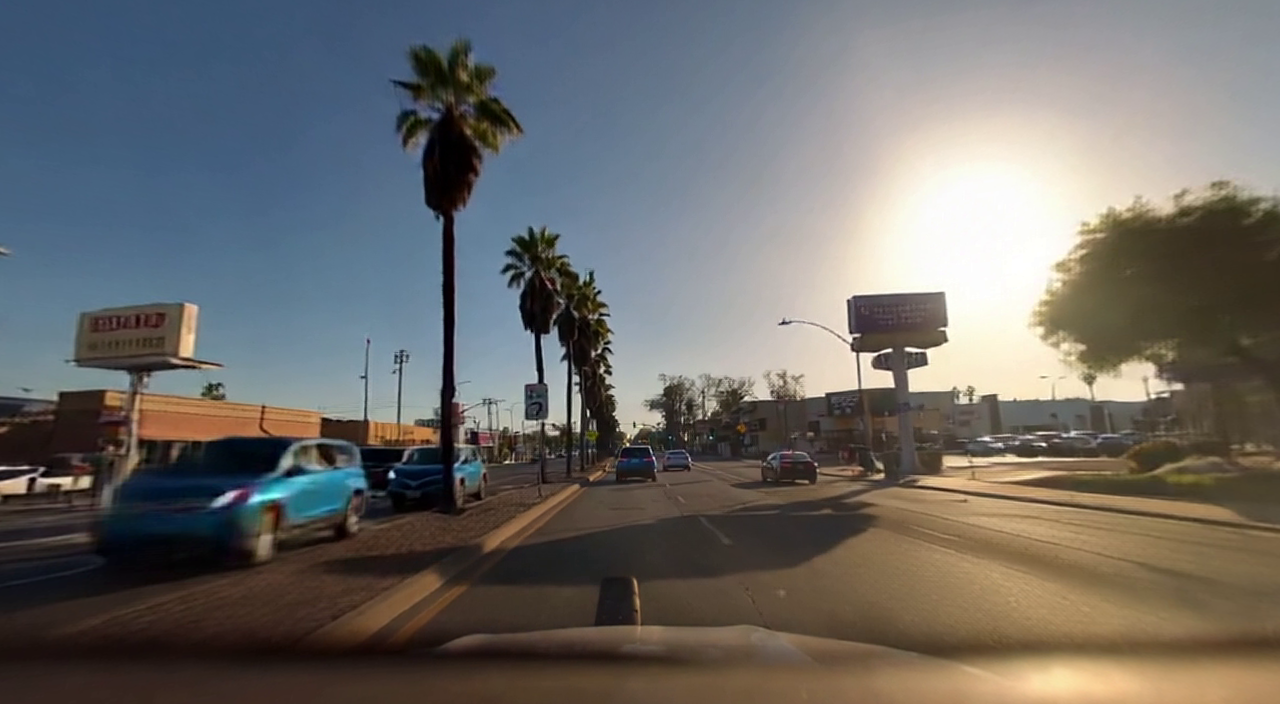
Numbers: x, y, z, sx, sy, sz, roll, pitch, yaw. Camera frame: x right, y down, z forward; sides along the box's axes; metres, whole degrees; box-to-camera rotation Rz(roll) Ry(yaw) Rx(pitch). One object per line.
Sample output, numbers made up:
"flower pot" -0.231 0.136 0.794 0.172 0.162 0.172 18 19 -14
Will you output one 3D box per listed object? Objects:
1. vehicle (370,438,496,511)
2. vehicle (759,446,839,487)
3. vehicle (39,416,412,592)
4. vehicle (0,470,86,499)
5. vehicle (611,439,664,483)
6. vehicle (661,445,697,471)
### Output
"vehicle" -5.405 3.231 17.196 2.016 1.711 4.387 0 -9 -1
"vehicle" 6.181 4.486 25.139 1.944 1.447 4.309 0 -9 -2
"vehicle" -5.089 1.901 8.812 2.160 1.769 4.494 0 -9 -1
"vehicle" -33.786 7.350 35.158 4.034 1.452 1.933 -1 -9 2
"vehicle" -0.143 4.746 27.785 2.151 1.787 4.109 0 -9 -1
"vehicle" 2.600 7.233 43.324 2.112 1.710 4.234 0 -9 -2
